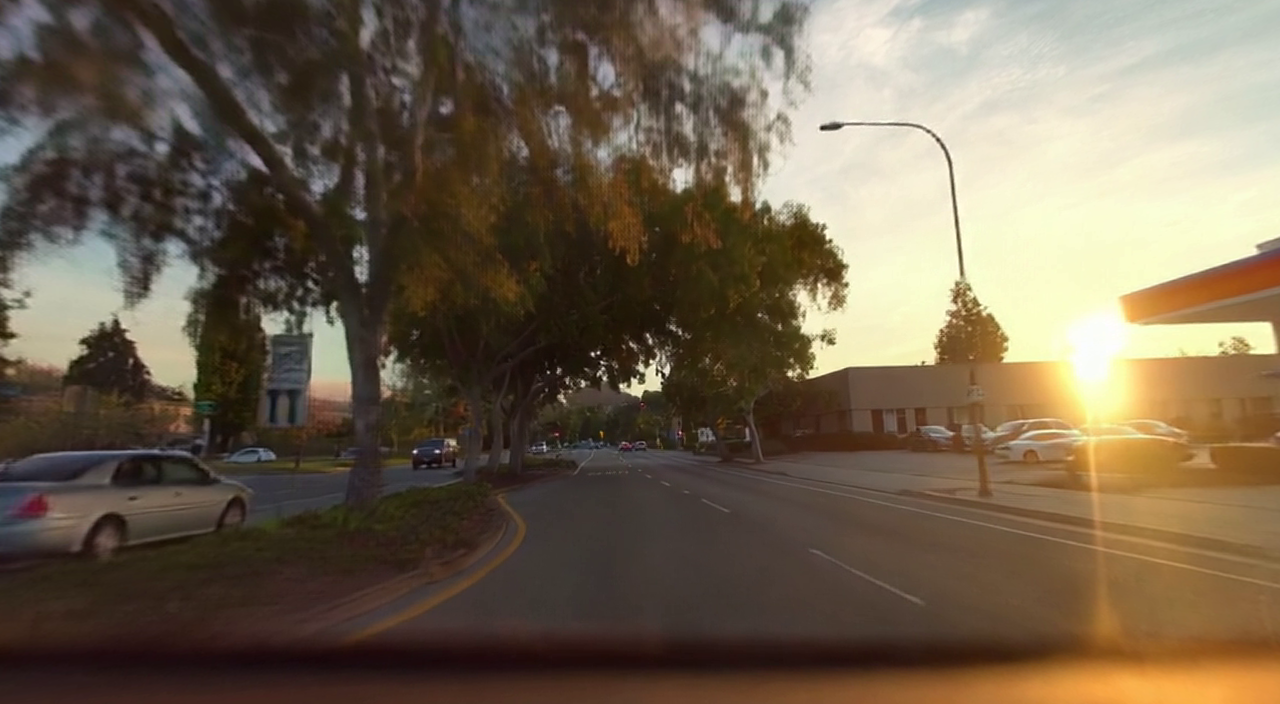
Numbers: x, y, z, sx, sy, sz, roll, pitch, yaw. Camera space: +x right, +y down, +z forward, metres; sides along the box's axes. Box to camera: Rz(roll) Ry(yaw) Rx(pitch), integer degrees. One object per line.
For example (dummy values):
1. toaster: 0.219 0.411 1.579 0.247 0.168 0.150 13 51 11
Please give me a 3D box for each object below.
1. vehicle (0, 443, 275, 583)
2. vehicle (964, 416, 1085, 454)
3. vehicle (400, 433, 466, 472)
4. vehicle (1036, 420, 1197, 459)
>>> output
1. vehicle: -7.421 2.046 8.937 1.982 1.465 4.376 0 -9 -1
2. vehicle: 18.161 3.934 29.971 4.422 1.586 1.990 -1 -8 -3
3. vehicle: -12.136 5.955 37.562 2.131 2.148 5.709 0 -9 -2
4. vehicle: 18.849 3.492 25.131 4.800 1.459 2.051 0 -9 -4
